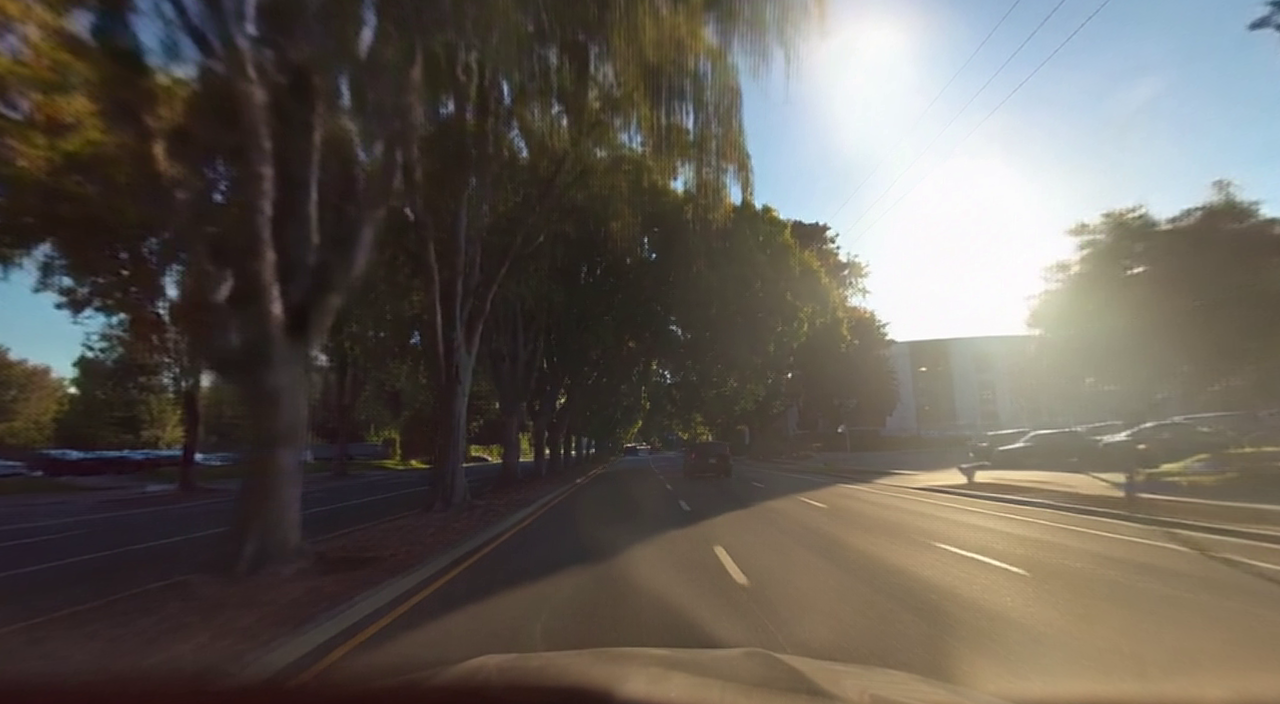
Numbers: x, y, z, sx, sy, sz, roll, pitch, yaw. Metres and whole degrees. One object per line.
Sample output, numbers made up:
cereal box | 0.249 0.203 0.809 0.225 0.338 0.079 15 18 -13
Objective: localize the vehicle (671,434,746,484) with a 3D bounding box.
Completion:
vehicle | 2.523 4.097 24.502 2.240 1.740 4.605 0 -8 -2
